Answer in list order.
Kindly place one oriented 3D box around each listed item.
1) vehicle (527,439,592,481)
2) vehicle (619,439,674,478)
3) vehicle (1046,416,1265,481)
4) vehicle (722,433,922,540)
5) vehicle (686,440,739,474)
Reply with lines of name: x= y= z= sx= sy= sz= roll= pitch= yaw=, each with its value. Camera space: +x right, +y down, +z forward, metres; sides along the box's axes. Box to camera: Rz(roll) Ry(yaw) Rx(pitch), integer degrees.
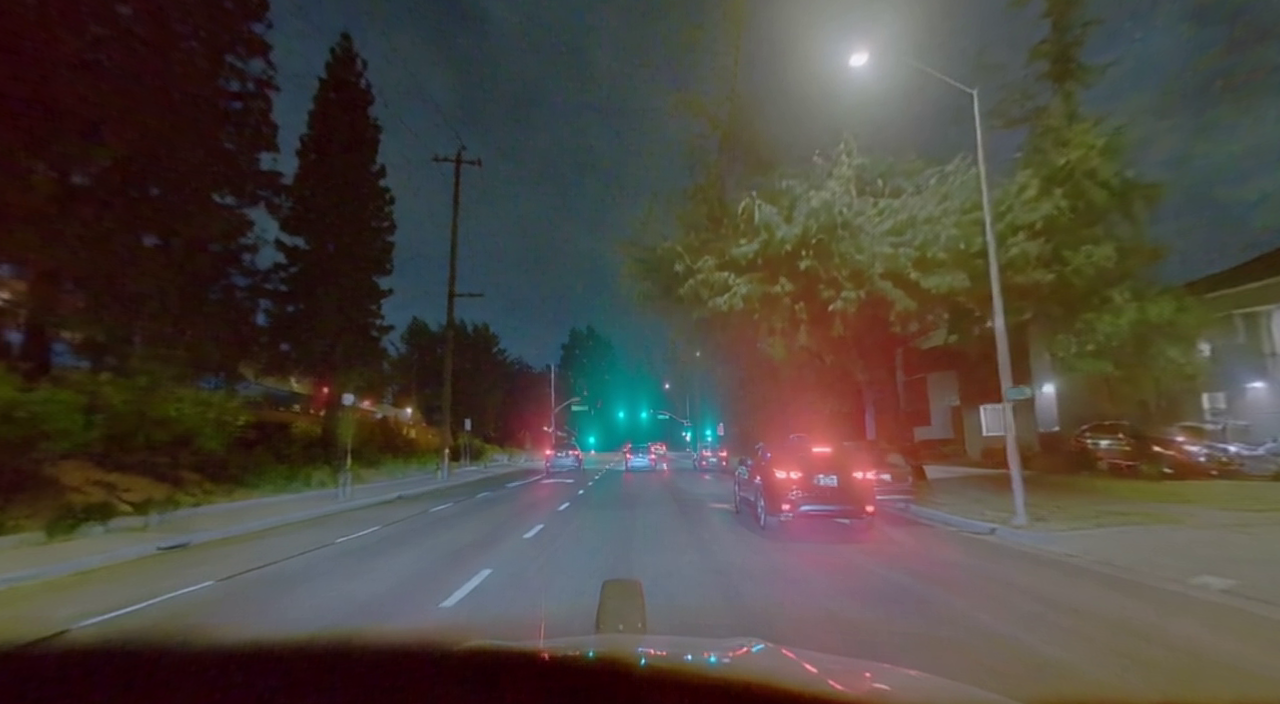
vehicle: x=-3.117 y=4.266 z=25.282 sx=2.012 sy=1.505 sz=4.205 roll=0 pitch=-8 yaw=1
vehicle: x=0.241 y=4.370 z=26.266 sx=2.101 sy=1.467 sz=4.210 roll=0 pitch=-8 yaw=0
vehicle: x=16.528 y=3.210 z=20.792 sx=2.478 sy=1.836 sz=5.409 roll=0 pitch=-9 yaw=-2
vehicle: x=2.856 y=2.219 z=11.151 sx=2.158 sy=1.483 sz=4.415 roll=0 pitch=-8 yaw=-1
vehicle: x=3.308 y=4.875 z=29.512 sx=1.943 sy=1.484 sz=4.030 roll=0 pitch=-8 yaw=-1
